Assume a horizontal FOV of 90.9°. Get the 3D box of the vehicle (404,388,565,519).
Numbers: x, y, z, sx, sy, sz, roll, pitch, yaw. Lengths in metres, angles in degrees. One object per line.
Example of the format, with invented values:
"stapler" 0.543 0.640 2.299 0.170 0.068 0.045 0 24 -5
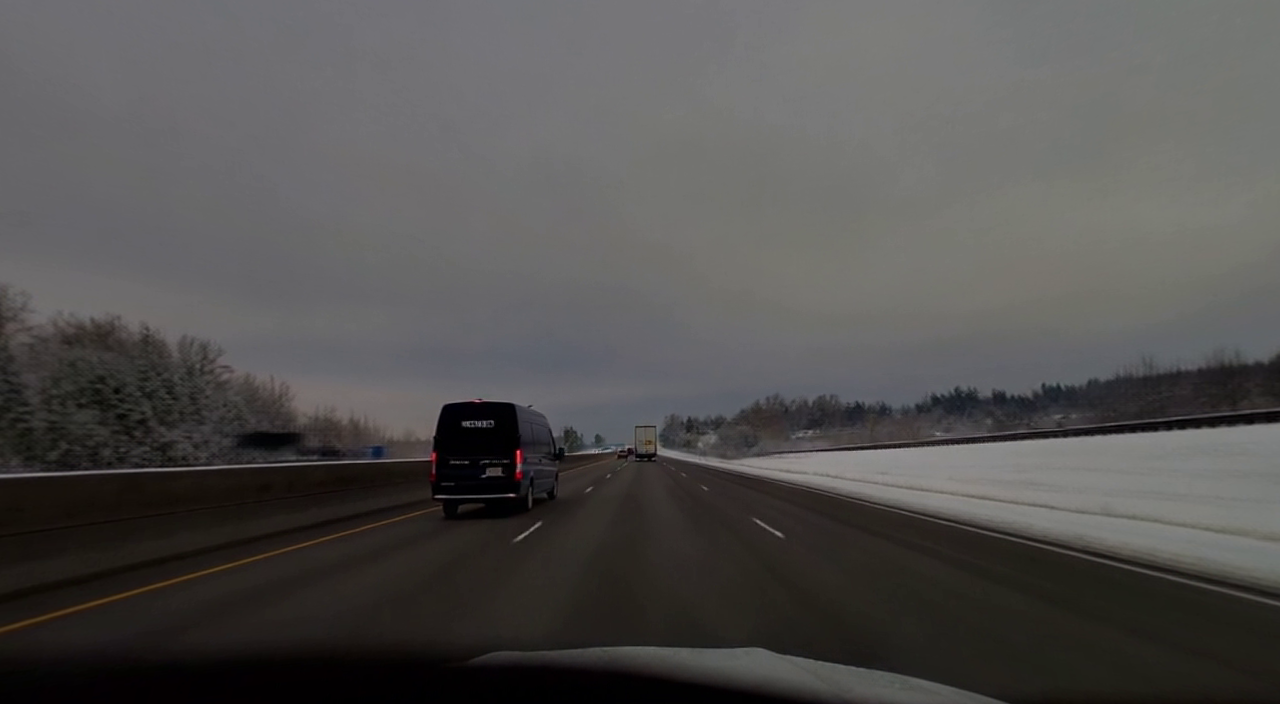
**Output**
"vehicle" -3.534 2.560 16.233 2.320 2.636 7.021 0 -9 0
